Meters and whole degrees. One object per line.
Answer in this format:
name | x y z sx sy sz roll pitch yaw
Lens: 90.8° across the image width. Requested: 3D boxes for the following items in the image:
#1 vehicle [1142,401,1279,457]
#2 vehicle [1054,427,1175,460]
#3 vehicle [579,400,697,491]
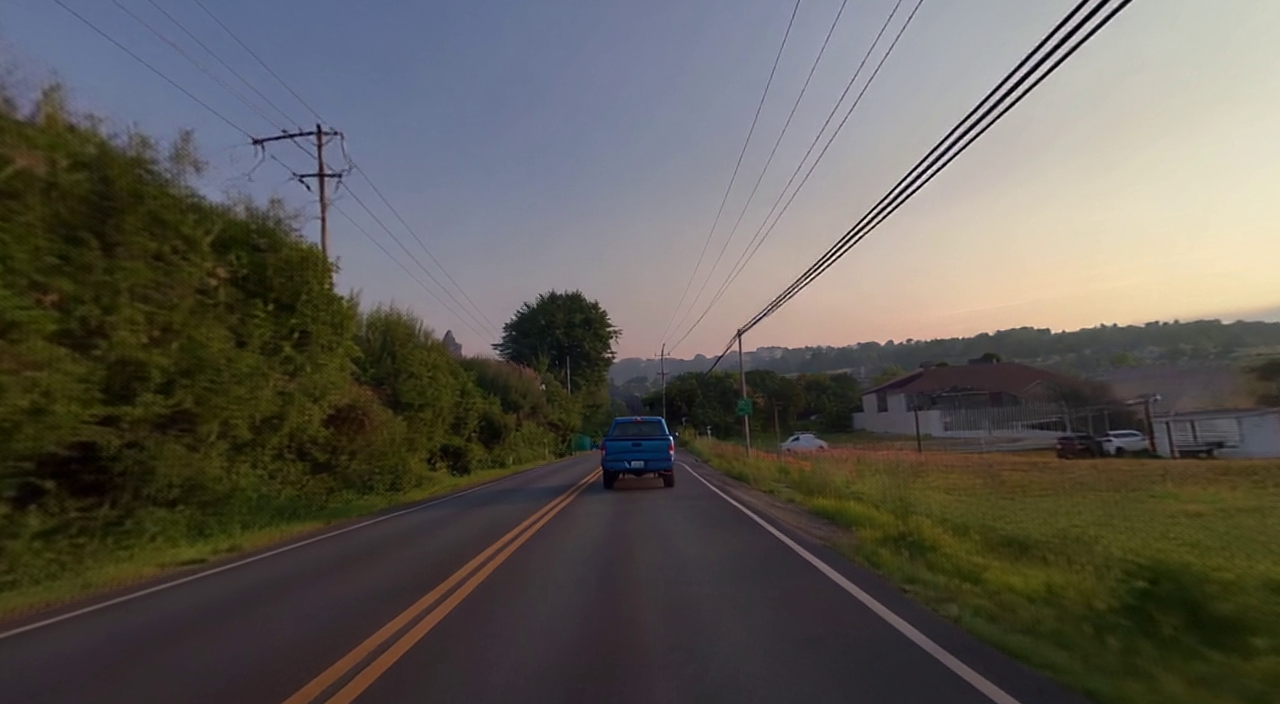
vehicle | 33.638 4.549 36.604 2.581 2.932 6.340 4 -9 -27
vehicle | 31.411 6.134 42.186 2.323 2.002 6.310 2 -9 -13
vehicle | -0.099 2.942 19.954 3.021 2.326 7.410 0 -8 -1
